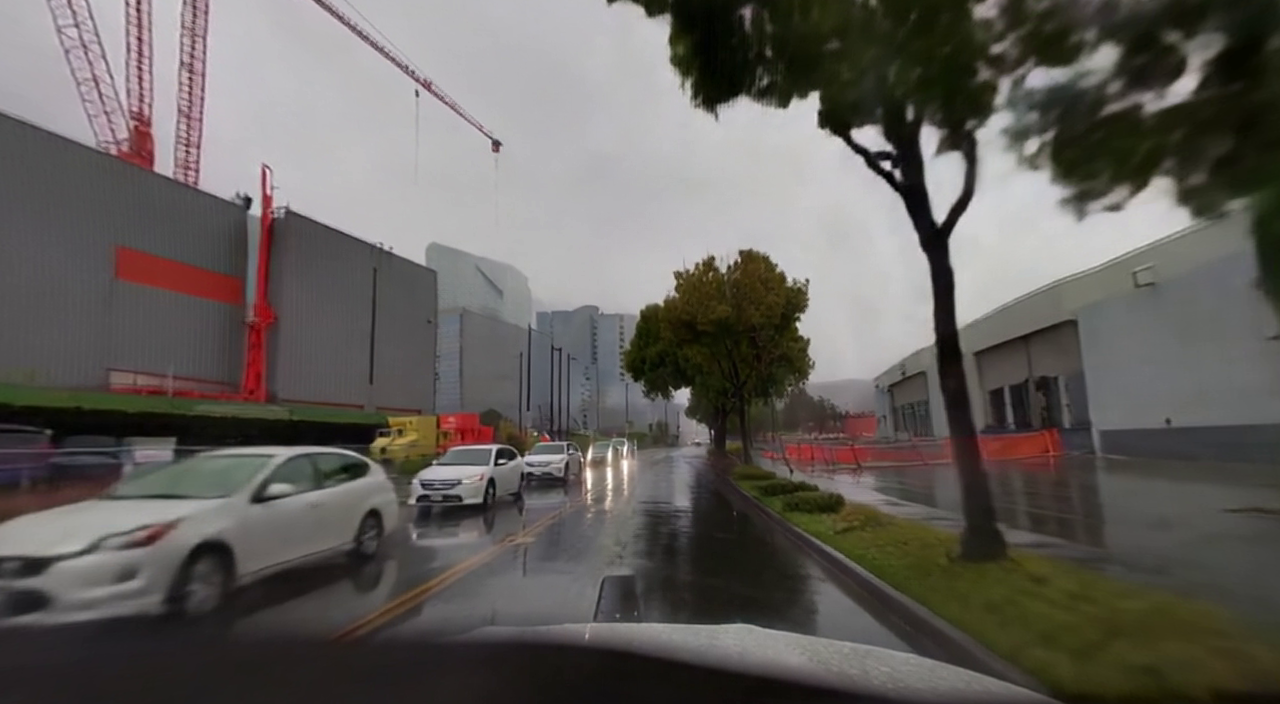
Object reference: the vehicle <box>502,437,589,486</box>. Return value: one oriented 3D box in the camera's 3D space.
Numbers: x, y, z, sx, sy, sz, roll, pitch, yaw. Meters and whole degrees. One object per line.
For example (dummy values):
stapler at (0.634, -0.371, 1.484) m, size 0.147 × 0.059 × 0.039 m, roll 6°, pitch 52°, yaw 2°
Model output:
vehicle at (-3.021, 3.585, 21.065) m, size 1.948 × 1.460 × 4.394 m, roll -1°, pitch -8°, yaw 4°

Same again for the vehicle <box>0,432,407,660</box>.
vehicle at (-4.025, 1.527, 6.108) m, size 1.806 × 1.451 × 3.878 m, roll -1°, pitch -8°, yaw 4°

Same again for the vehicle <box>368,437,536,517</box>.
vehicle at (-3.746, 2.544, 13.528) m, size 1.996 × 1.411 × 4.370 m, roll -1°, pitch -8°, yaw 4°

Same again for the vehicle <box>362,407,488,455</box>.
vehicle at (-11.654, 4.346, 34.362) m, size 6.039 × 2.449 × 2.273 m, roll -2°, pitch -8°, yaw 10°
